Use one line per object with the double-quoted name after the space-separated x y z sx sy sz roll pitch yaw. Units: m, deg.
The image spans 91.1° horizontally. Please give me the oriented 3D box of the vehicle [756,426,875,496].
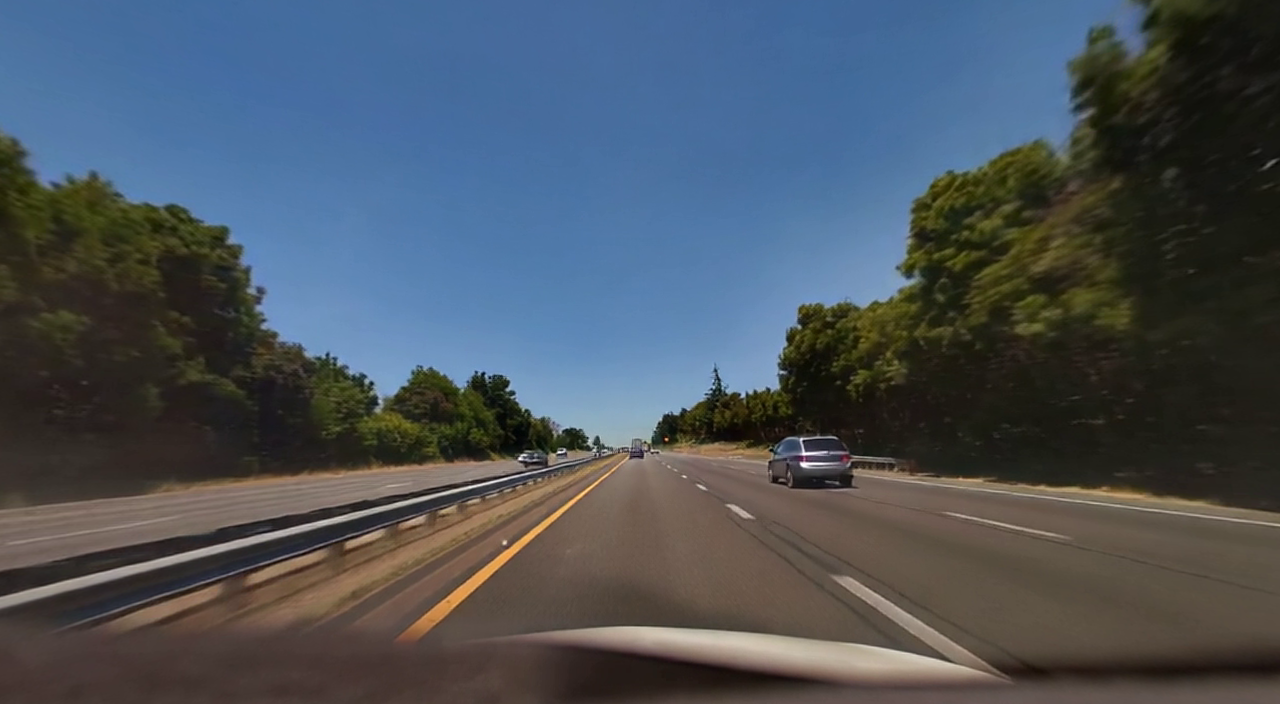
4.979 3.191 18.652 2.117 1.783 4.627 0 -9 -1 "vehicle"
